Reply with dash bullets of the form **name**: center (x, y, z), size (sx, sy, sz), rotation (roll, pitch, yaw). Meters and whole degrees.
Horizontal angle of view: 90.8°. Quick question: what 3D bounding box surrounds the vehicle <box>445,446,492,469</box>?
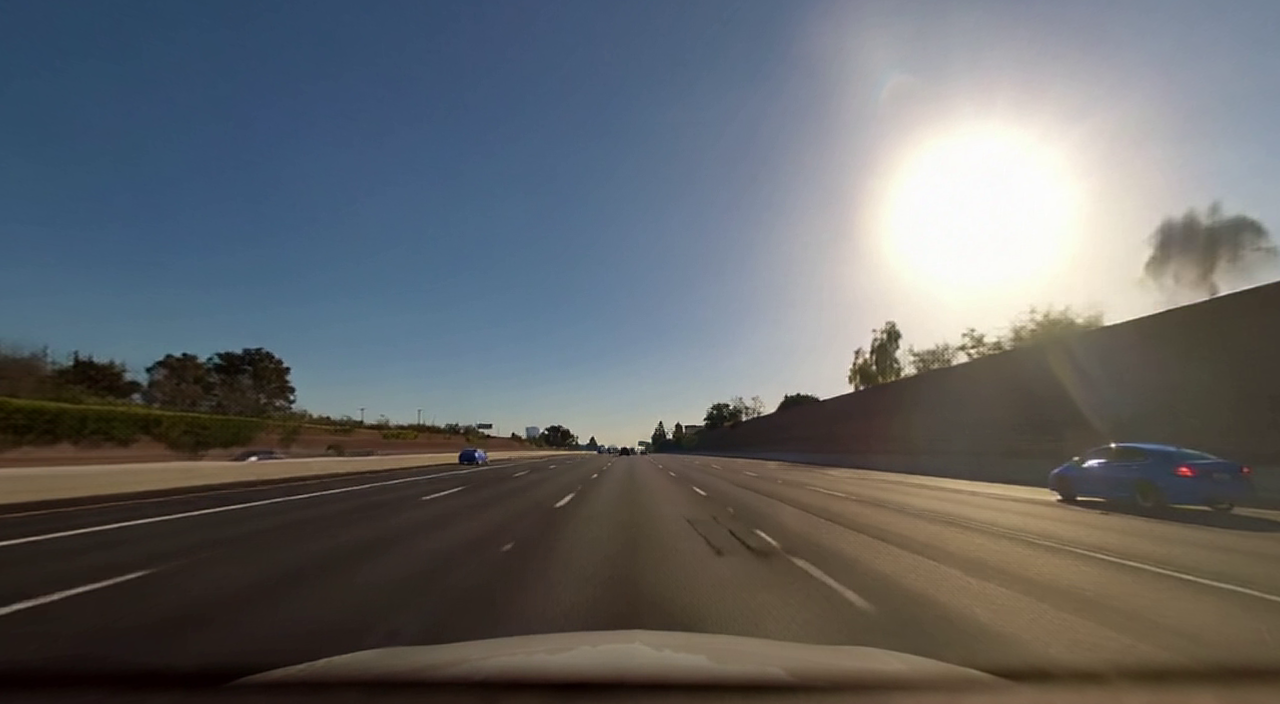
- **vehicle**: center (-11.463, 7.051, 42.425), size (1.921, 1.452, 4.429), rotation (0, -9, 0)

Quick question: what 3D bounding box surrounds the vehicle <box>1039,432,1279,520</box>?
- **vehicle**: center (10.790, 2.463, 13.153), size (1.985, 1.493, 4.486), rotation (0, -8, -1)
